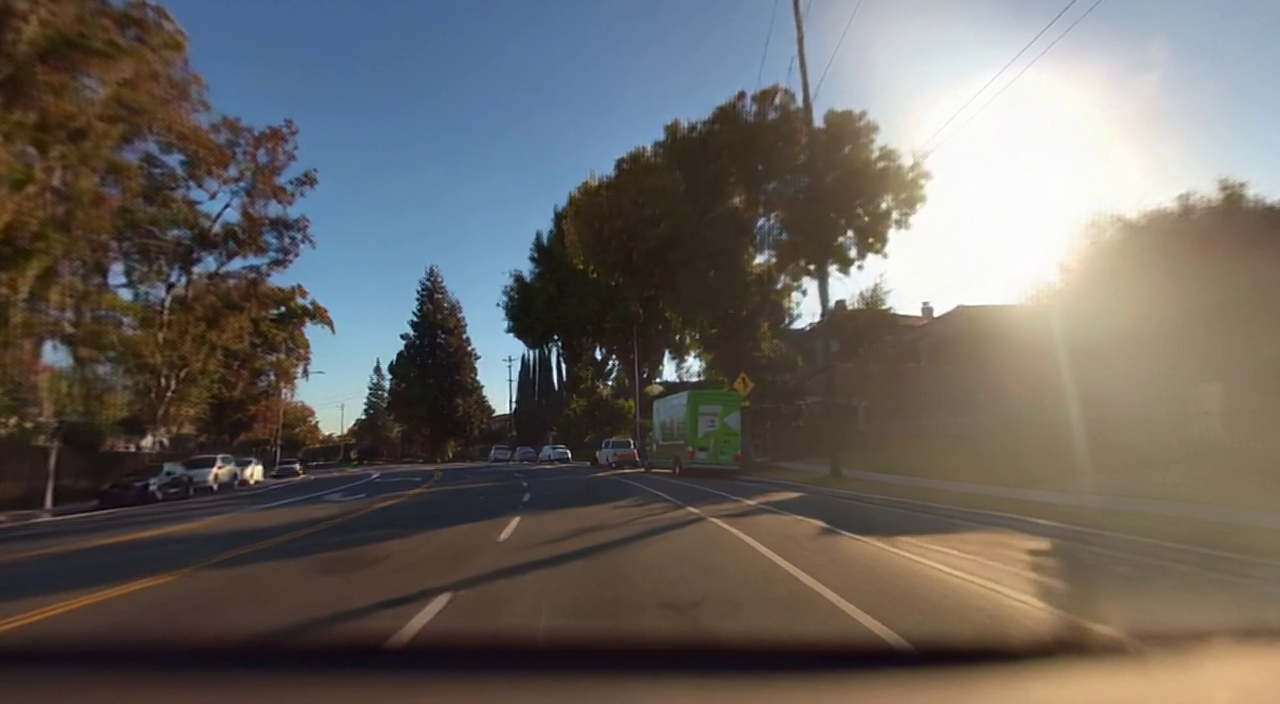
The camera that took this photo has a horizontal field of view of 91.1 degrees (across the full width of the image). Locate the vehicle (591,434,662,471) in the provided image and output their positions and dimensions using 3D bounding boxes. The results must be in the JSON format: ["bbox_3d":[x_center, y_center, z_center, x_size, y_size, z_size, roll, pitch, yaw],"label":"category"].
[{"bbox_3d":[-0.896,5.633,35.386,2.251,1.868,6.178,3,-9,-18],"label":"vehicle"}]

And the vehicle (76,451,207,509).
[{"bbox_3d":[-17.823,4.541,22.751,1.976,1.797,4.249,2,-9,-13],"label":"vehicle"}]

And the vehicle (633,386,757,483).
[{"bbox_3d":[1.907,3.438,25.750,2.918,3.319,7.595,2,-9,-12],"label":"vehicle"}]

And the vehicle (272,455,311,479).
[{"bbox_3d":[-26.929,8.882,48.614,1.949,1.456,4.497,2,-7,-20],"label":"vehicle"}]
